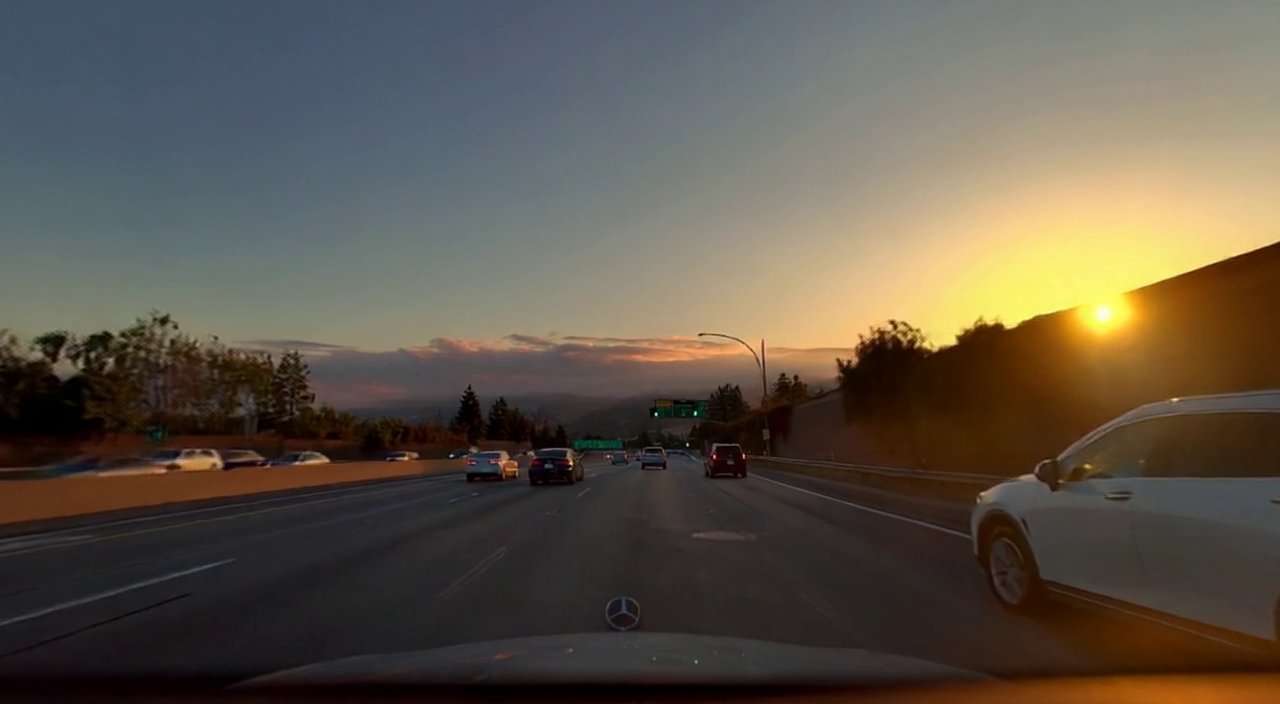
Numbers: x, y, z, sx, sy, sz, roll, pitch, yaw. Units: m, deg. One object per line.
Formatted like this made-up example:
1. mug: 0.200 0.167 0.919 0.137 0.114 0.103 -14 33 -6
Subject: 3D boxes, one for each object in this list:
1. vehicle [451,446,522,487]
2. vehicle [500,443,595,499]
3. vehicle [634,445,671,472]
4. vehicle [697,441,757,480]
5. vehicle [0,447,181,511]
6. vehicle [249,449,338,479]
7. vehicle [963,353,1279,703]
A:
1. vehicle: -6.050 4.508 25.277 1.835 1.504 3.612 0 -8 1
2. vehicle: -2.701 3.613 19.735 2.130 1.514 4.766 0 -8 2
3. vehicle: 0.937 7.355 43.777 2.408 1.748 4.217 -1 -8 3
4. vehicle: 4.105 5.177 30.451 2.320 1.735 4.408 0 -8 1
5. vehicle: -14.972 3.286 16.954 1.854 1.449 4.476 0 -8 1
6. vehicle: -18.503 5.972 34.023 1.977 1.492 4.744 -1 -8 2
7. vehicle: 3.755 0.909 2.966 2.029 1.716 4.545 0 -8 0
